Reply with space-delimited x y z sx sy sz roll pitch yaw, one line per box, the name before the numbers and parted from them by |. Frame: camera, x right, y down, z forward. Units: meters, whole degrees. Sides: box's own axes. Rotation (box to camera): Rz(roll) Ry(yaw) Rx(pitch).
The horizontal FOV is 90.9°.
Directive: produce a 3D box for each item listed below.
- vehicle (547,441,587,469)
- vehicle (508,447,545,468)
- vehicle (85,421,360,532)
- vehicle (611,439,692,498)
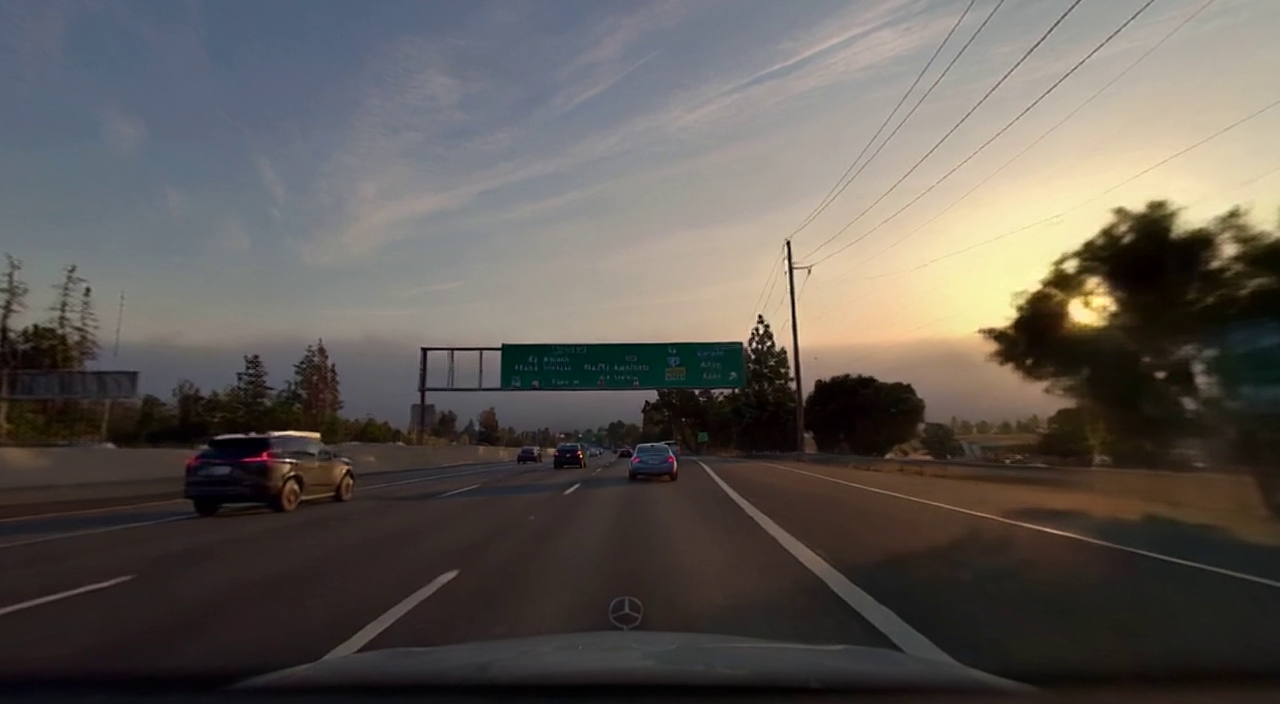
vehicle | -4.926 7.011 43.218 2.289 1.777 4.534 0 -8 -2
vehicle | -8.562 7.993 48.073 1.974 1.464 4.733 0 -8 0
vehicle | -7.916 2.404 12.805 2.206 1.788 4.914 0 -8 0
vehicle | 0.237 3.321 18.406 2.082 1.482 4.126 0 -8 -2
